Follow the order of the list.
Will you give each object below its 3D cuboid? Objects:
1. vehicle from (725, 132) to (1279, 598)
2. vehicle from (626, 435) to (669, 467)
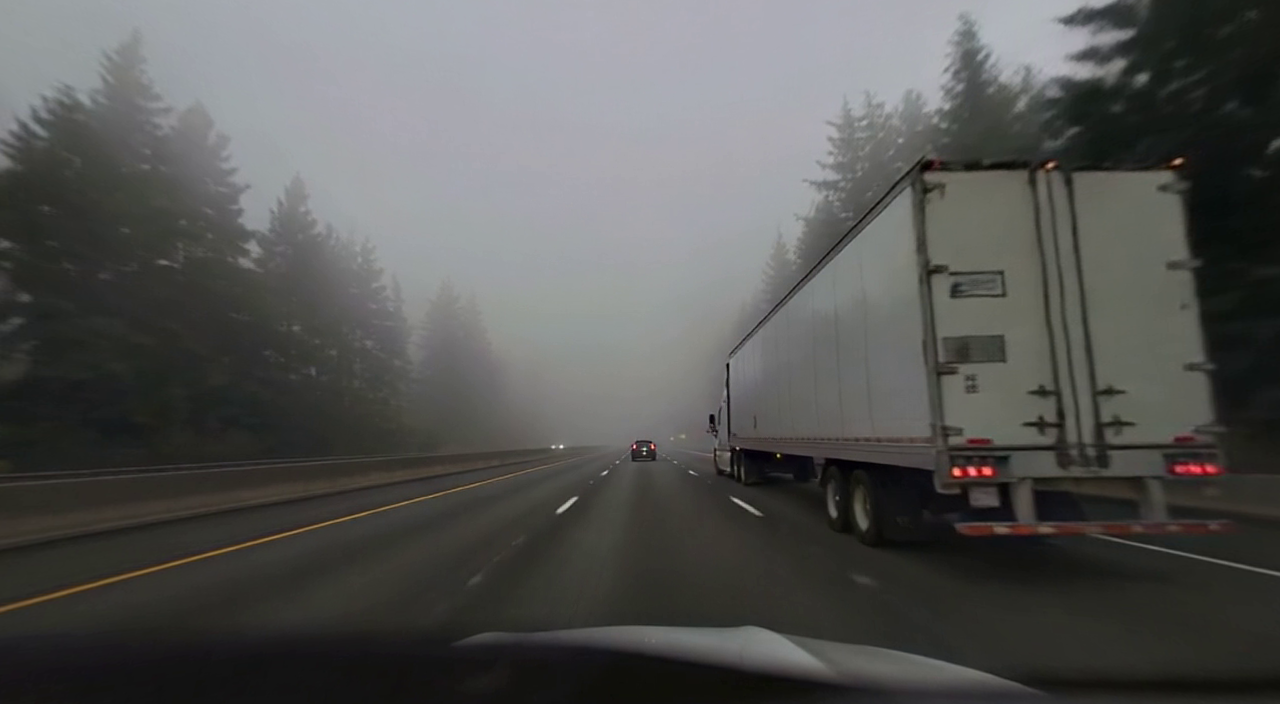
[{"bbox_3d":[4.193,0.995,12.577,3.005,4.131,14.221,0,-8,0],"label":"vehicle"},{"bbox_3d":[0.444,5.239,33.546,2.139,1.607,4.034,0,-8,2],"label":"vehicle"}]
